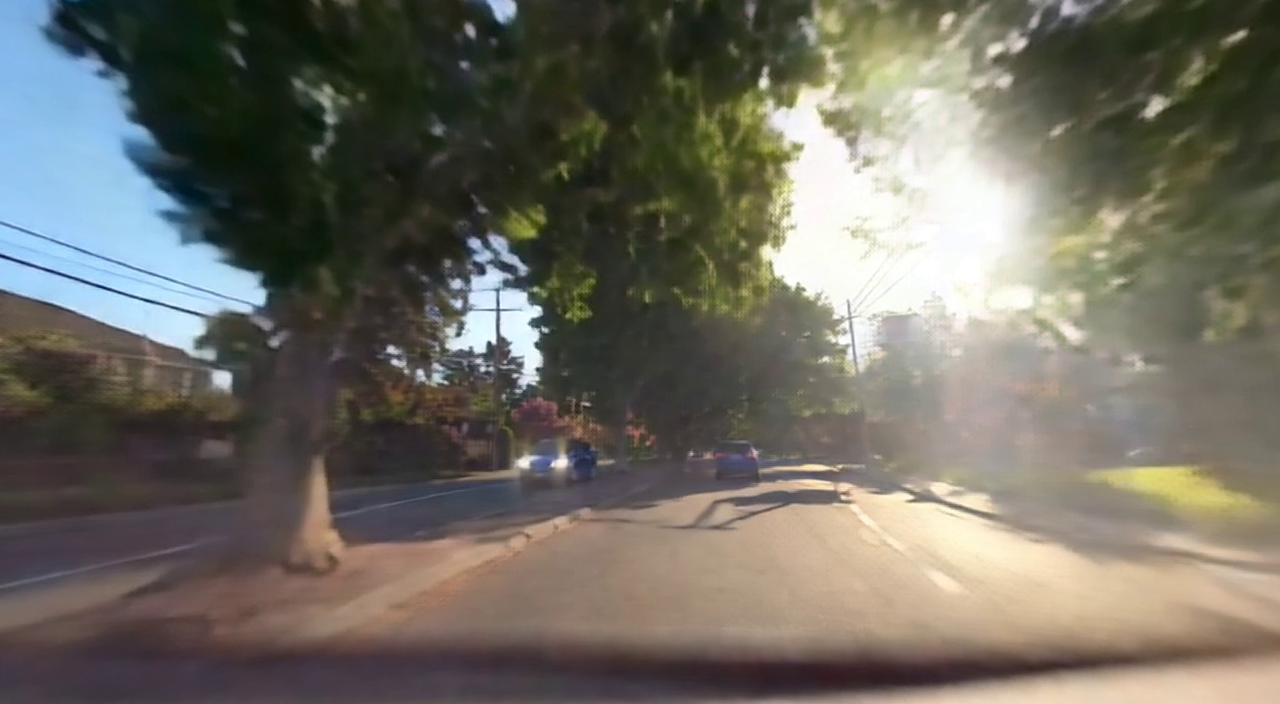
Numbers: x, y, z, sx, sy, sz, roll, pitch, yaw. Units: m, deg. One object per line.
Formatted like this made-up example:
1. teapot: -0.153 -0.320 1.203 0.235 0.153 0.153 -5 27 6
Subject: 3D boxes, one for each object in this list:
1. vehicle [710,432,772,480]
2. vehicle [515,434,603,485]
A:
1. vehicle: 3.905 3.989 24.533 2.139 1.699 3.916 -1 -8 9
2. vehicle: -2.829 3.899 23.301 2.226 1.664 4.342 -1 -8 6
